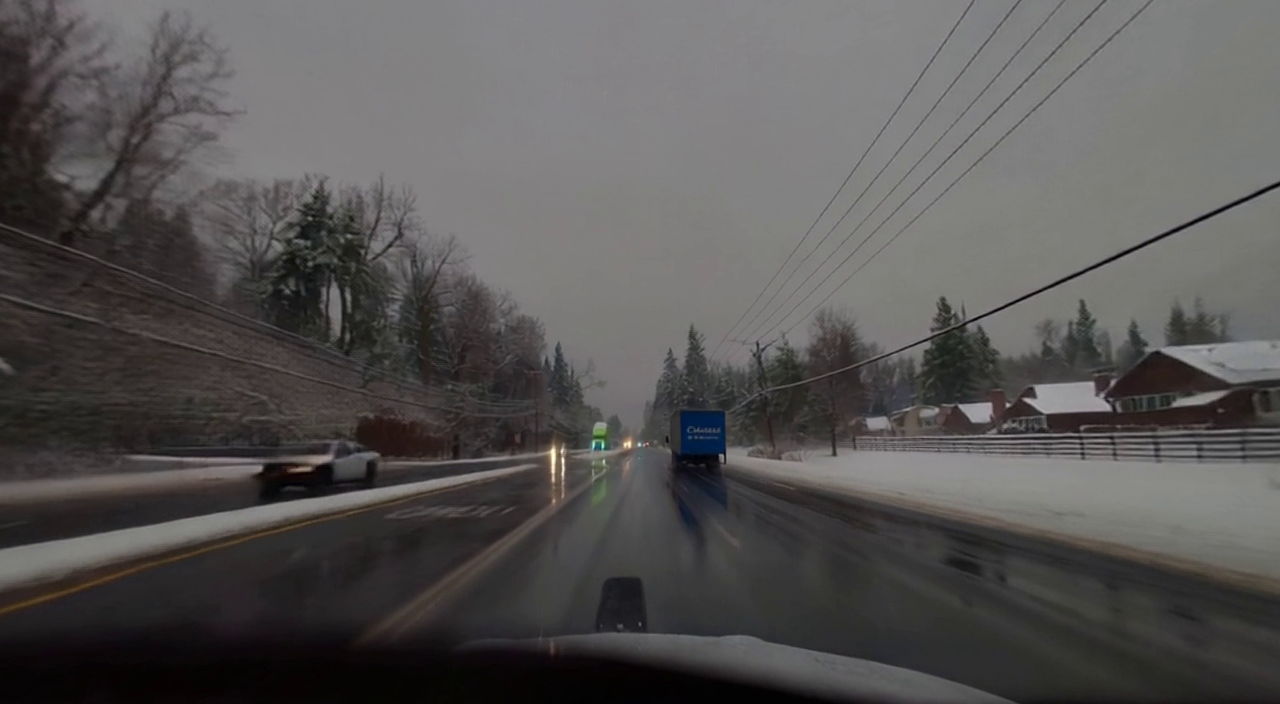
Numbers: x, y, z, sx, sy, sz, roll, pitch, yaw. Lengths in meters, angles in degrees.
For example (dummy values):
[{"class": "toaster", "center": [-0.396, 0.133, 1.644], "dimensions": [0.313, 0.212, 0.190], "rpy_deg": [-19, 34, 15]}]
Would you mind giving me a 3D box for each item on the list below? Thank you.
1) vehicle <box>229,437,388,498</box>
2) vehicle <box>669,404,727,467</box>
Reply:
[{"class": "vehicle", "center": [-9.071, 3.171, 17.736], "dimensions": [2.011, 1.460, 4.420], "rpy_deg": [0, -8, 1]}, {"class": "vehicle", "center": [3.802, 5.849, 43.550], "dimensions": [2.973, 3.848, 9.336], "rpy_deg": [1, -8, -1]}]
